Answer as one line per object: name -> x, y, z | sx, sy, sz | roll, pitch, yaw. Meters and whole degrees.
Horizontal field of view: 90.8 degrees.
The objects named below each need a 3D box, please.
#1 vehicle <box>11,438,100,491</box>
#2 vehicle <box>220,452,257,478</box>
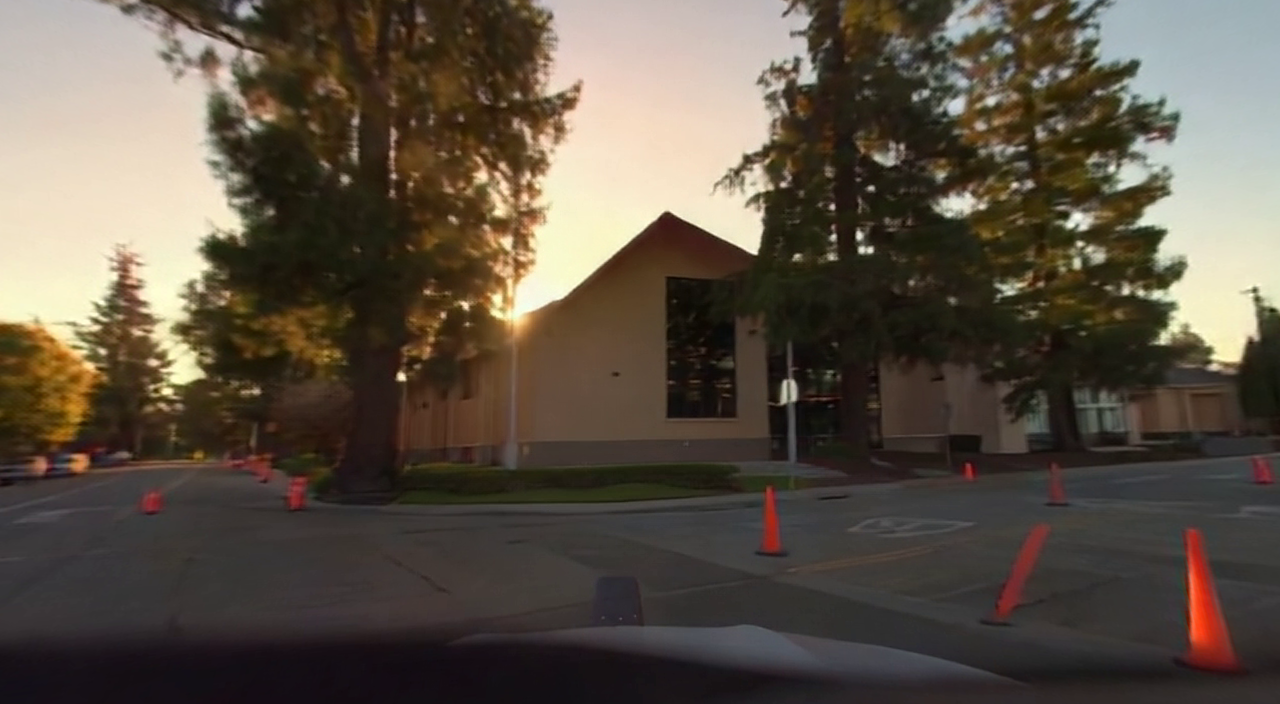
vehicle -> -37.214, 7.065, 40.500 | 2.510, 2.889, 6.493 | 3, -7, -29
vehicle -> -29.289, 8.157, 46.020 | 2.110, 1.733, 4.028 | 6, -10, -33
